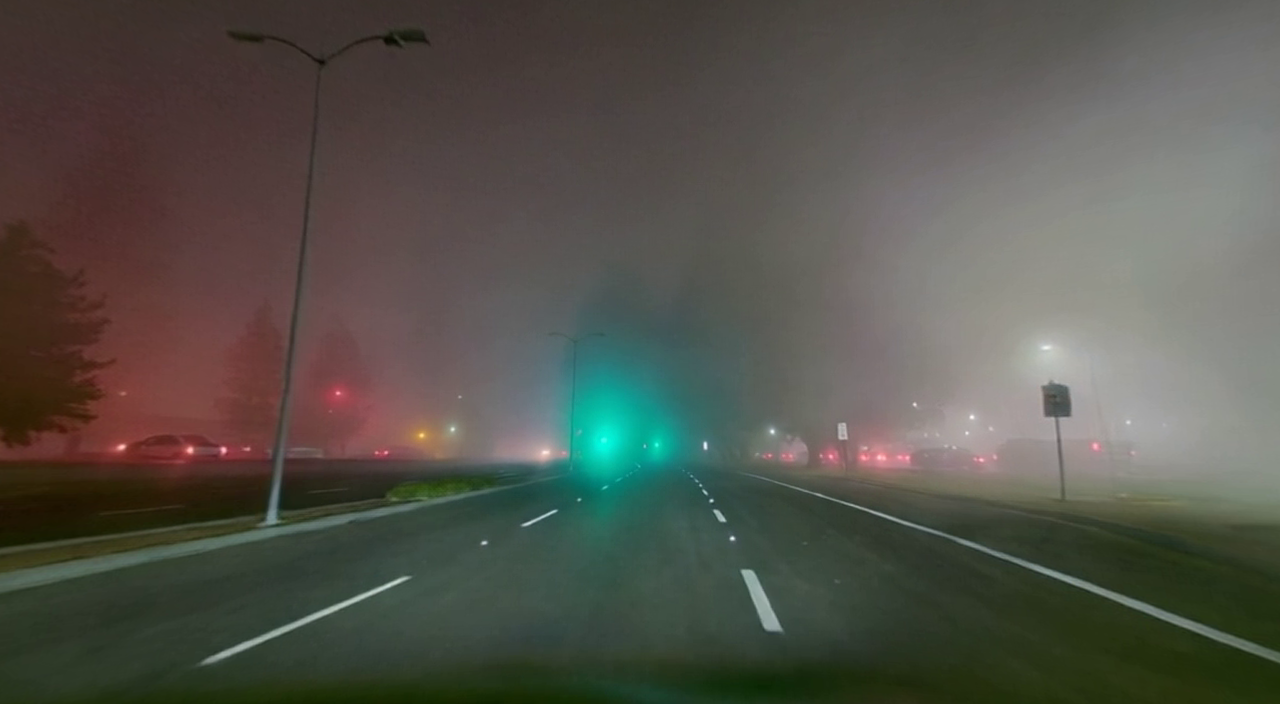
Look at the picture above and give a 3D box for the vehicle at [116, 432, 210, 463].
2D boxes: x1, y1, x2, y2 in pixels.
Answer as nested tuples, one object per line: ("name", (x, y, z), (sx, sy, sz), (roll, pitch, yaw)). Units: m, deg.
("vehicle", (-32.650, 6.543, 43.397), (4.579, 1.962, 2.161), (1, -9, -16))
